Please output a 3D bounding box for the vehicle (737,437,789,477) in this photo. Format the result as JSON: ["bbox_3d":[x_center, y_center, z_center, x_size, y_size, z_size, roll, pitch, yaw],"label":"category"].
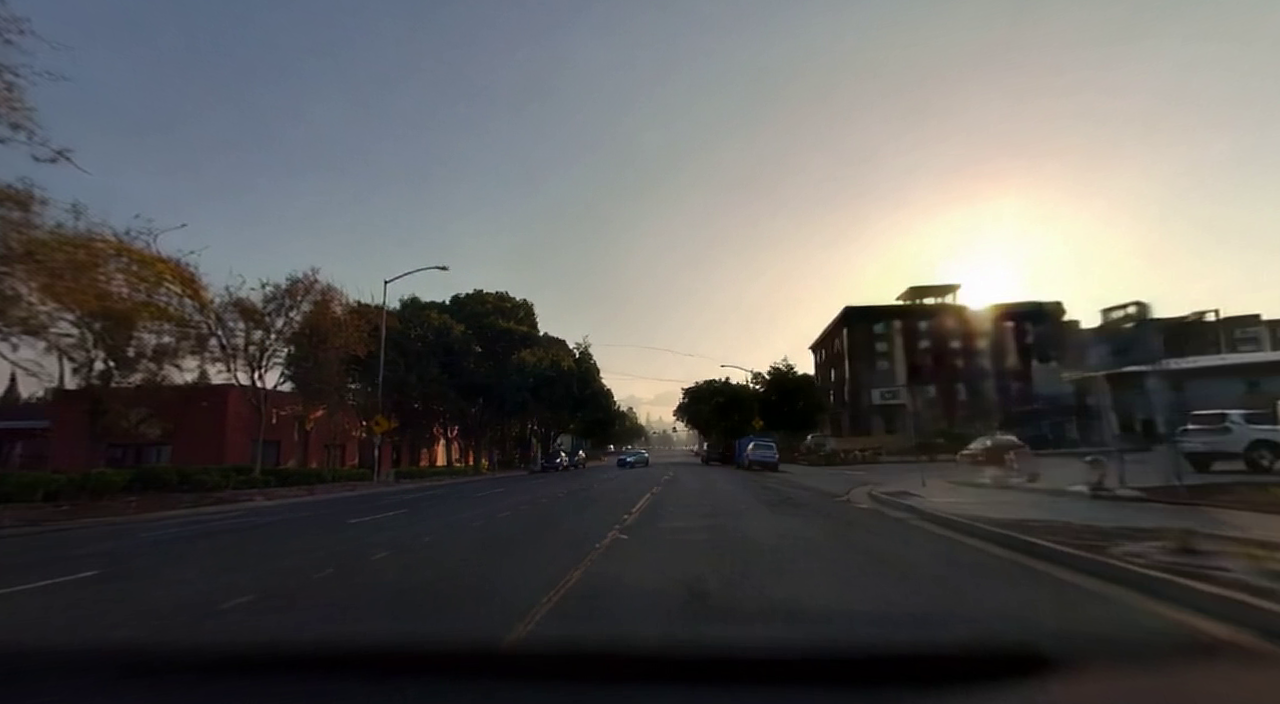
[{"bbox_3d":[6.266,5.399,32.812,2.194,1.896,5.049,-1,-9,6],"label":"vehicle"}]

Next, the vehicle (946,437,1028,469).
[{"bbox_3d":[16.877,4.944,30.986,1.919,1.411,4.440,-1,-9,7],"label":"vehicle"}]
